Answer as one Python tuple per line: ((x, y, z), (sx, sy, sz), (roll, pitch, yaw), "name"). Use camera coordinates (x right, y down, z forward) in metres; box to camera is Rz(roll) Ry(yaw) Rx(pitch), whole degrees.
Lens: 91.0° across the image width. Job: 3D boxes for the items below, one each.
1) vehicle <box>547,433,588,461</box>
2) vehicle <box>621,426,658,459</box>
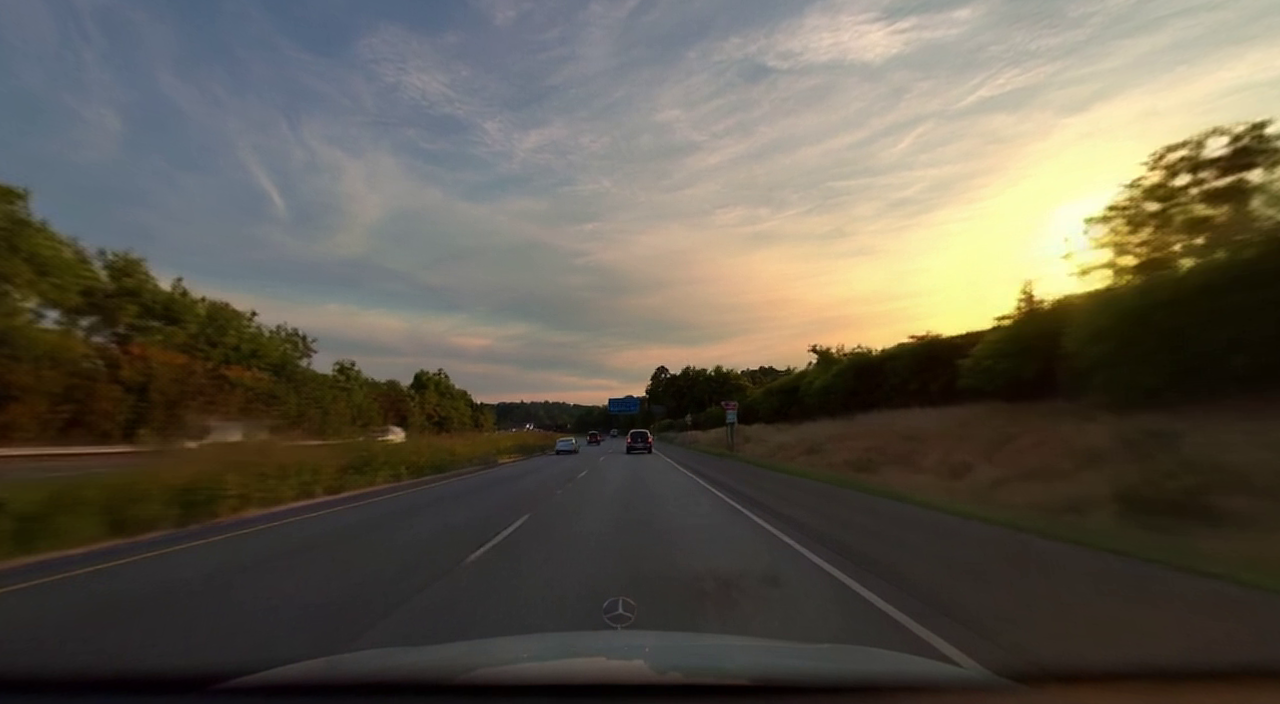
((-4.279, 5.719, 37.958), (2.062, 1.567, 4.117), (0, -8, -1), "vehicle")
((-0.104, 5.775, 40.233), (2.223, 1.957, 4.416), (0, -8, -2), "vehicle")
